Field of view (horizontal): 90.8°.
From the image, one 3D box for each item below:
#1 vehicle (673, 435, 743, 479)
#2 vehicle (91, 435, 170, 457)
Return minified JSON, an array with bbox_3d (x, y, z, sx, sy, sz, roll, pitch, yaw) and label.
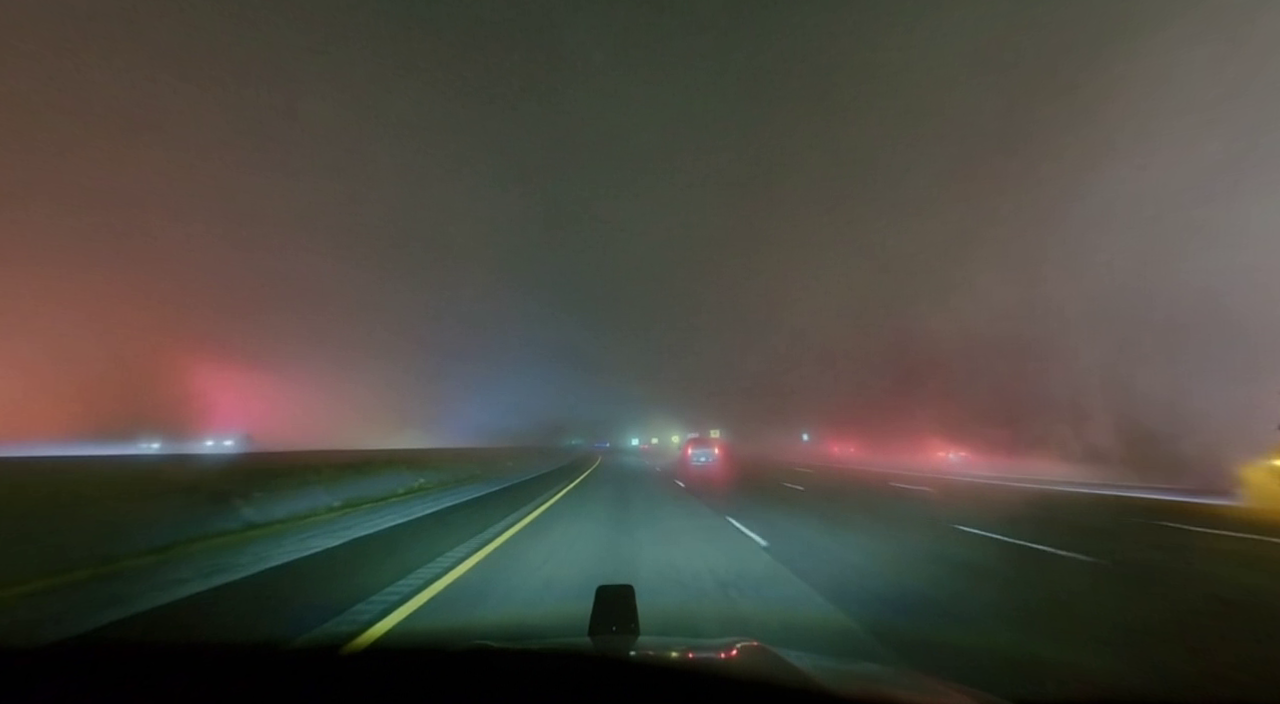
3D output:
[{"bbox_3d":[2.826,4.510,27.330,2.305,1.729,4.526,0,-8,-3],"label":"vehicle"},{"bbox_3d":[-39.706,7.359,49.383,1.961,1.569,5.189,0,-8,-2],"label":"vehicle"}]
